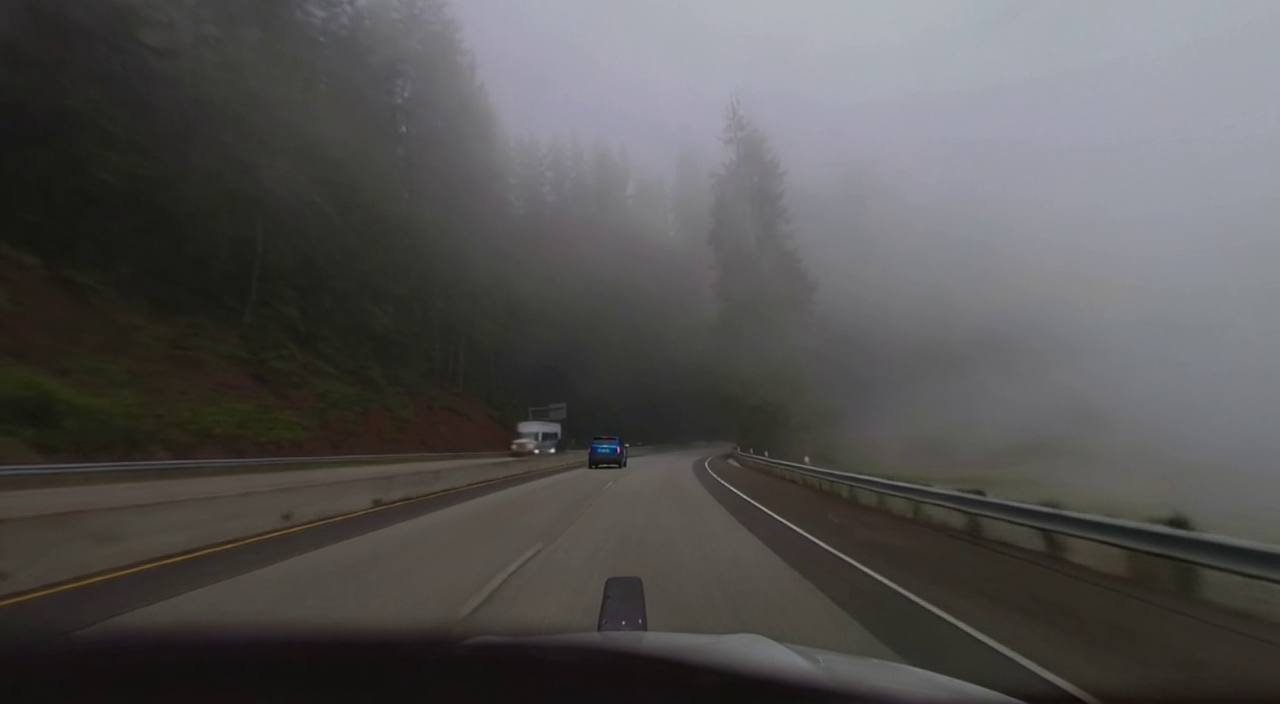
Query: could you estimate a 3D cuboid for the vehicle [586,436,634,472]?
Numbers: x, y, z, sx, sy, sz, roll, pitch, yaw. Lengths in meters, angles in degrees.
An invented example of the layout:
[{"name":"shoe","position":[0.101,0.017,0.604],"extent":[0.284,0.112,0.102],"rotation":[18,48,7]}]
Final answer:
[{"name":"vehicle","position":[-1.526,5.439,33.886],"extent":[2.005,1.752,4.479],"rotation":[-1,-8,5]}]
